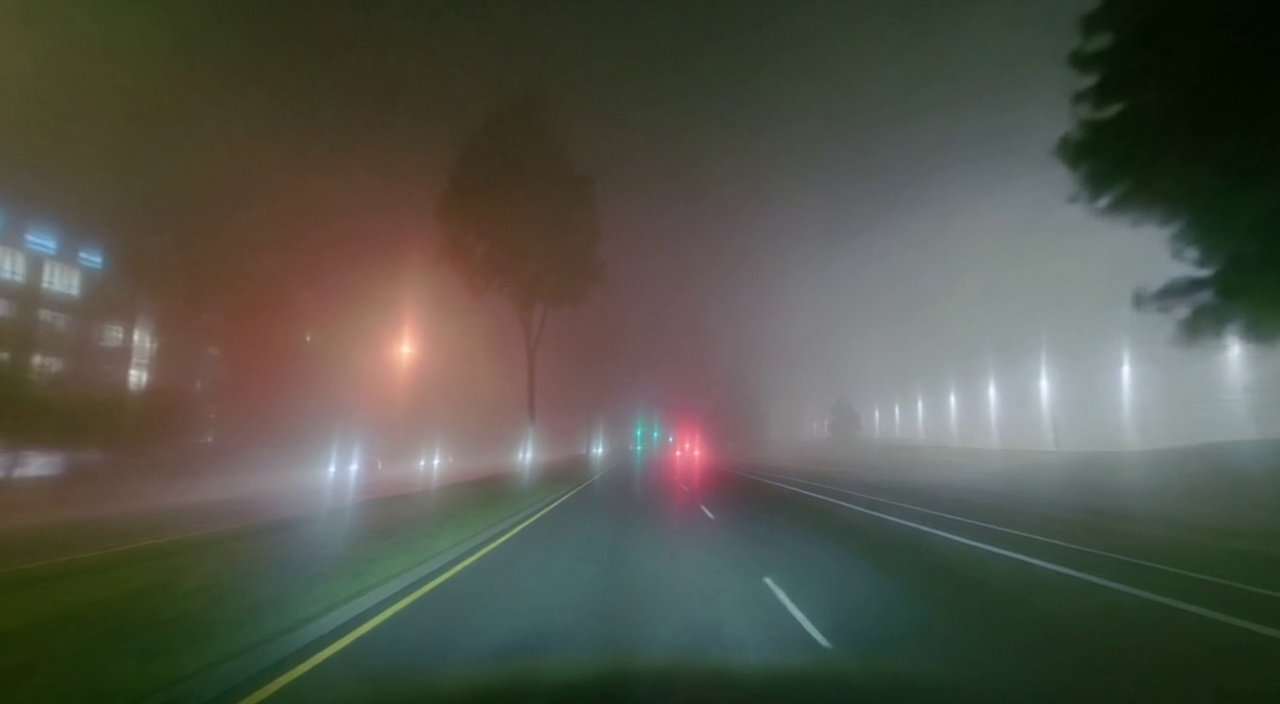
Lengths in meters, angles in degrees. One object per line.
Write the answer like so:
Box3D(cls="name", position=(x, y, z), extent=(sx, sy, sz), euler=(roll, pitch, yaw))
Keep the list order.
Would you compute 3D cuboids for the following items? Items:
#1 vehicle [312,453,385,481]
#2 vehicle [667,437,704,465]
Box3D(cls="vehicle", position=(-16.838, 6.638, 36.743), extent=(1.908, 1.445, 4.730), euler=(0, -8, 1))
Box3D(cls="vehicle", position=(3.139, 6.987, 44.692), extent=(2.085, 1.828, 5.383), euler=(0, -8, -1))
